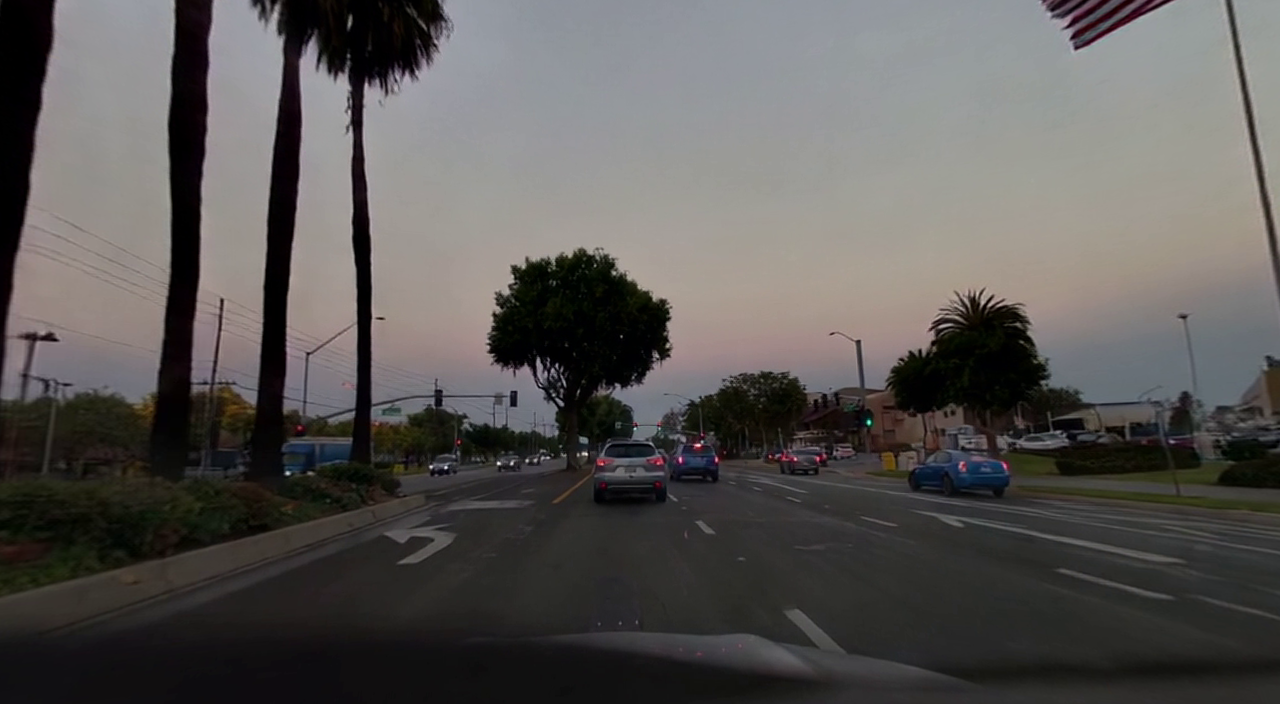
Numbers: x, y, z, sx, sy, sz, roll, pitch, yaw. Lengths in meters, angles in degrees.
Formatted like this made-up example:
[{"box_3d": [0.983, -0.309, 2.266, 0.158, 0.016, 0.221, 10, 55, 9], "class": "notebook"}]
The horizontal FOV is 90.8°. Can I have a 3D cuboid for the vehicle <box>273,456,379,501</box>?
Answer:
[{"box_3d": [-12.028, 4.845, 24.557, 1.965, 1.475, 4.209, 0, -9, -1], "class": "vehicle"}]

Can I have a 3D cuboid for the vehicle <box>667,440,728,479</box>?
[{"box_3d": [3.108, 6.048, 35.879, 2.773, 2.021, 6.212, 0, -9, -1], "class": "vehicle"}]

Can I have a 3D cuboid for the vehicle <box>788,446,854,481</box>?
[{"box_3d": [9.773, 6.019, 34.503, 2.155, 1.779, 4.582, 0, -9, -1], "class": "vehicle"}]

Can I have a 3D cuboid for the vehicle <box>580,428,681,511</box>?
[{"box_3d": [-0.266, 3.152, 17.436, 2.402, 1.938, 4.535, 0, -9, -1], "class": "vehicle"}]

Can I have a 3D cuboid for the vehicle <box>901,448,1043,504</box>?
[{"box_3d": [9.911, 3.706, 19.316, 1.967, 1.485, 4.267, 0, -9, -1], "class": "vehicle"}]
